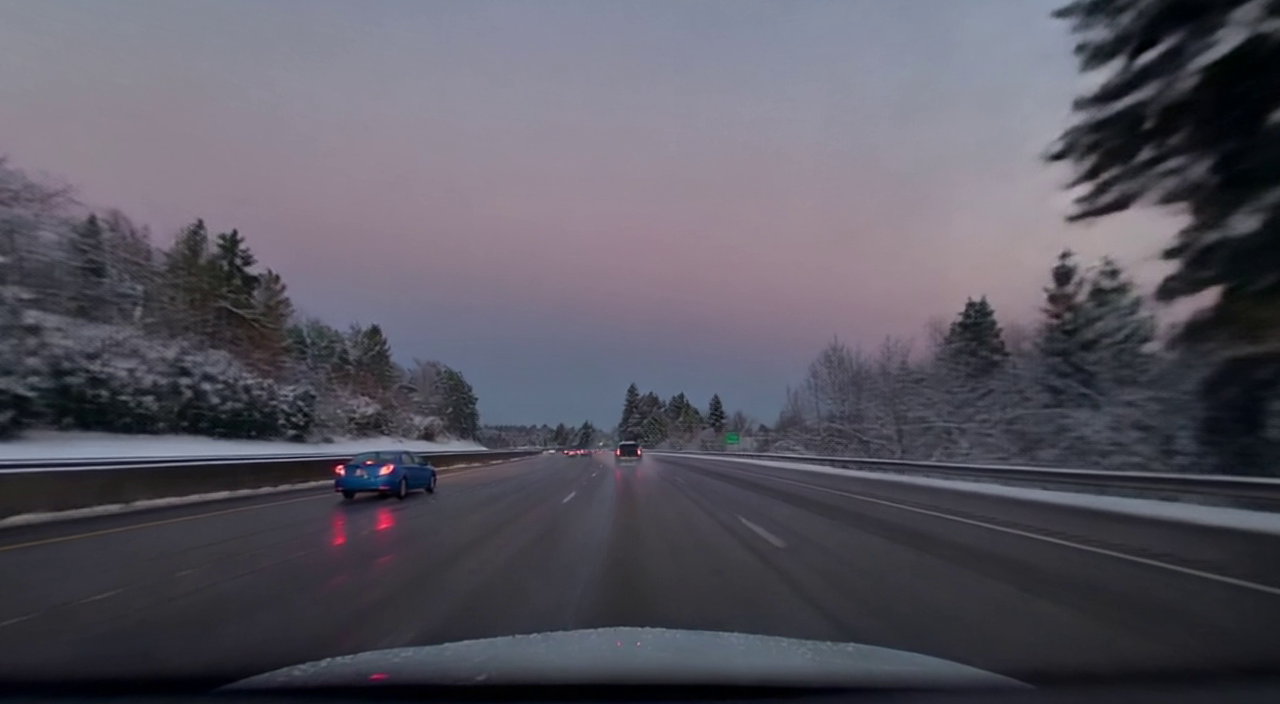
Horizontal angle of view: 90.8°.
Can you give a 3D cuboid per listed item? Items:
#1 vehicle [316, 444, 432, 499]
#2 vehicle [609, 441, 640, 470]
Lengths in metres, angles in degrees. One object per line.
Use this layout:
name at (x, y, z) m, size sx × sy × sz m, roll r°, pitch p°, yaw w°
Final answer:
vehicle at (-7.934, 3.572, 19.287) m, size 1.915 × 1.479 × 3.843 m, roll 0°, pitch -9°, yaw -1°
vehicle at (-1.109, 7.152, 43.779) m, size 1.990 × 1.878 × 4.079 m, roll 0°, pitch -9°, yaw -3°
